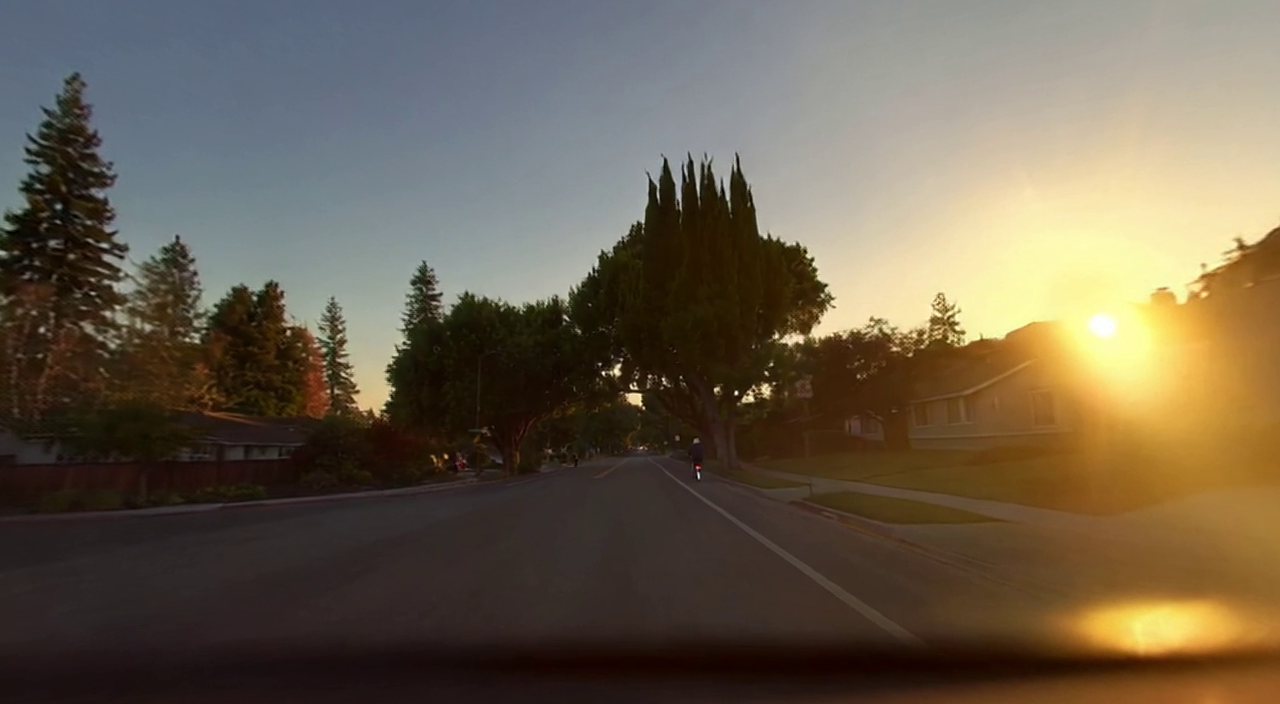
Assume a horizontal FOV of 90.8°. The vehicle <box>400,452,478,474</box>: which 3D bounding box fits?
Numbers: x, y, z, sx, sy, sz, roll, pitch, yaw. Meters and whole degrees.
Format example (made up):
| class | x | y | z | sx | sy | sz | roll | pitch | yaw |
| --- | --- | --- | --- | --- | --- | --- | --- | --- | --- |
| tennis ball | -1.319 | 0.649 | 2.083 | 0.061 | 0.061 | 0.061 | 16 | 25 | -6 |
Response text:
| class | x | y | z | sx | sy | sz | roll | pitch | yaw |
| --- | --- | --- | --- | --- | --- | --- | --- | --- | --- |
| vehicle | -13.629 | 7.549 | 43.020 | 4.717 | 1.465 | 1.887 | 0 | -9 | -4 |
